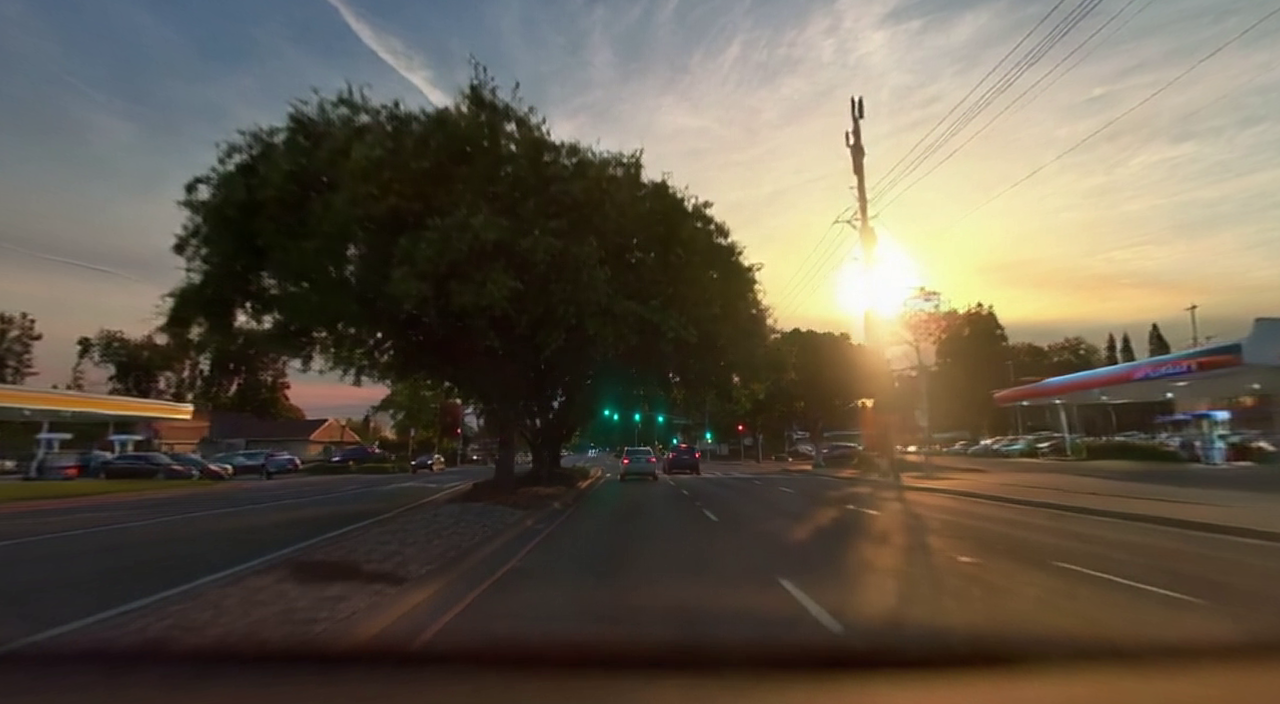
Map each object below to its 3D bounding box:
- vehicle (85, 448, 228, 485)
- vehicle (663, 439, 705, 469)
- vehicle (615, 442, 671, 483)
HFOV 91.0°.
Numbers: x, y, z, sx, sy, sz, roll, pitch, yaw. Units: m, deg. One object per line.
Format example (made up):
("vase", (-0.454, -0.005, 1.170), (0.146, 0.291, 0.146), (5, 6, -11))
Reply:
("vehicle", (-27.099, 6.424, 35.578), (6.027, 1.805, 2.010), (3, -11, -26))
("vehicle", (3.231, 7.704, 47.655), (2.731, 2.101, 6.047), (0, -9, 0))
("vehicle", (0.100, 4.605, 26.475), (2.145, 1.572, 4.021), (0, -9, -1))
